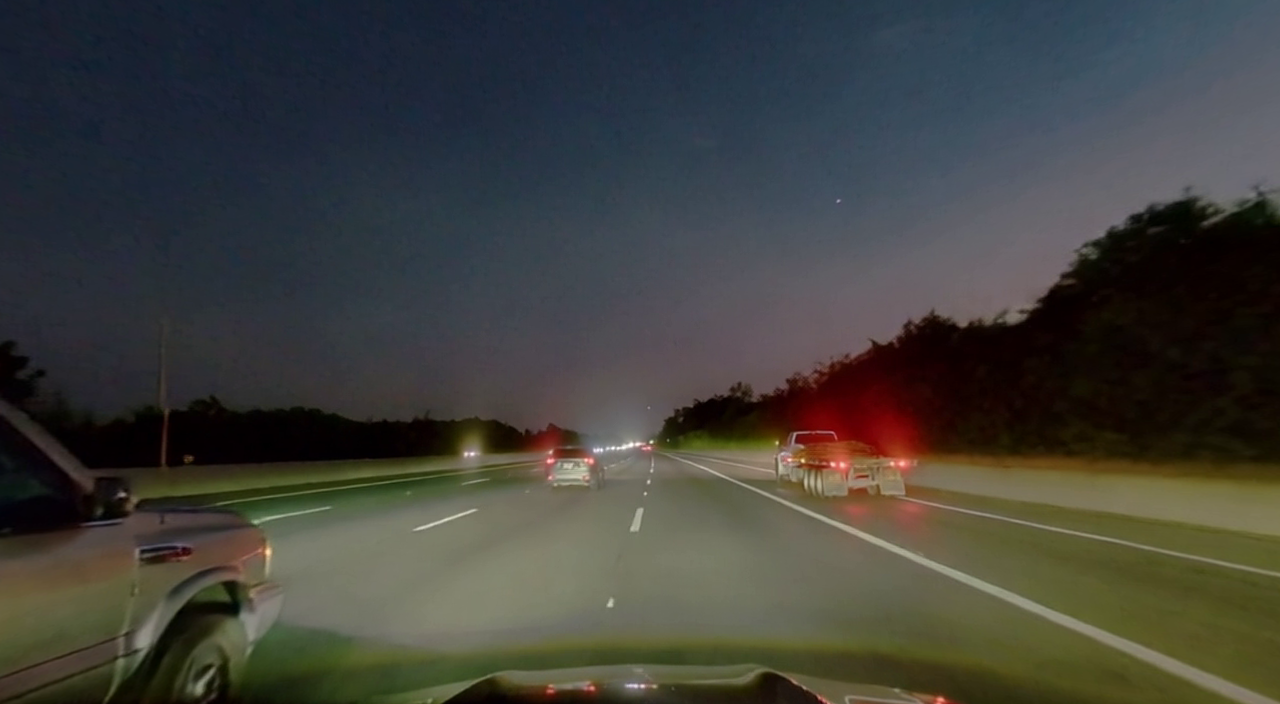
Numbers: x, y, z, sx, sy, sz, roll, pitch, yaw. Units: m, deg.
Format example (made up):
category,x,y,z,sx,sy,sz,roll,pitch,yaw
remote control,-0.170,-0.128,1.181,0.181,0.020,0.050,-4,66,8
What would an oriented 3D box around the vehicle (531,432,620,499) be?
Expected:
category,x,y,z,sx,sy,sz,roll,pitch,yaw
vehicle,-1.812,3.392,19.273,2.114,1.787,4.365,-1,-8,2
